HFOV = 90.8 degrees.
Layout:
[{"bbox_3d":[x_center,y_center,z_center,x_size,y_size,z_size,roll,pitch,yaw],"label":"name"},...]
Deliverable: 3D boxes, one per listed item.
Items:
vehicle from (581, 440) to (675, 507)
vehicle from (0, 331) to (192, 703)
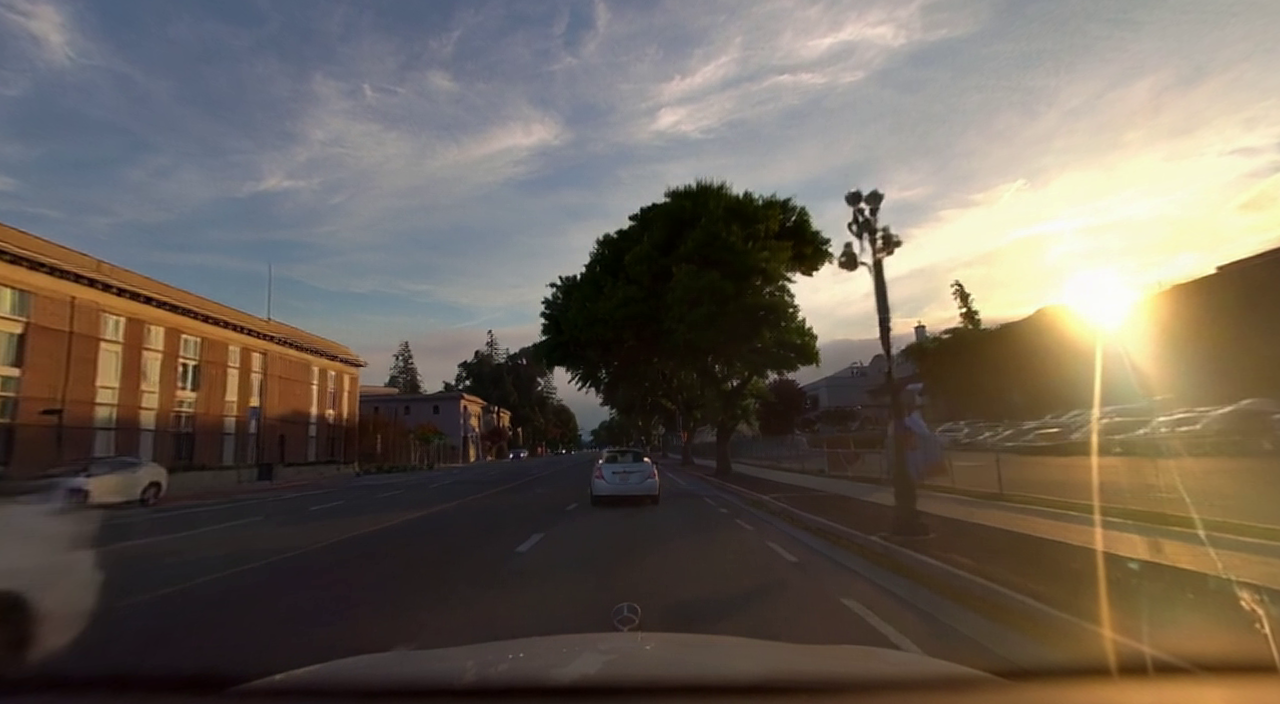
[{"bbox_3d":[-0.303,3.062,16.454,2.116,1.479,4.358,0,-8,-1],"label":"vehicle"},{"bbox_3d":[-3.263,0.556,0.533,2.294,1.695,4.792,0,-8,-1],"label":"vehicle"}]
